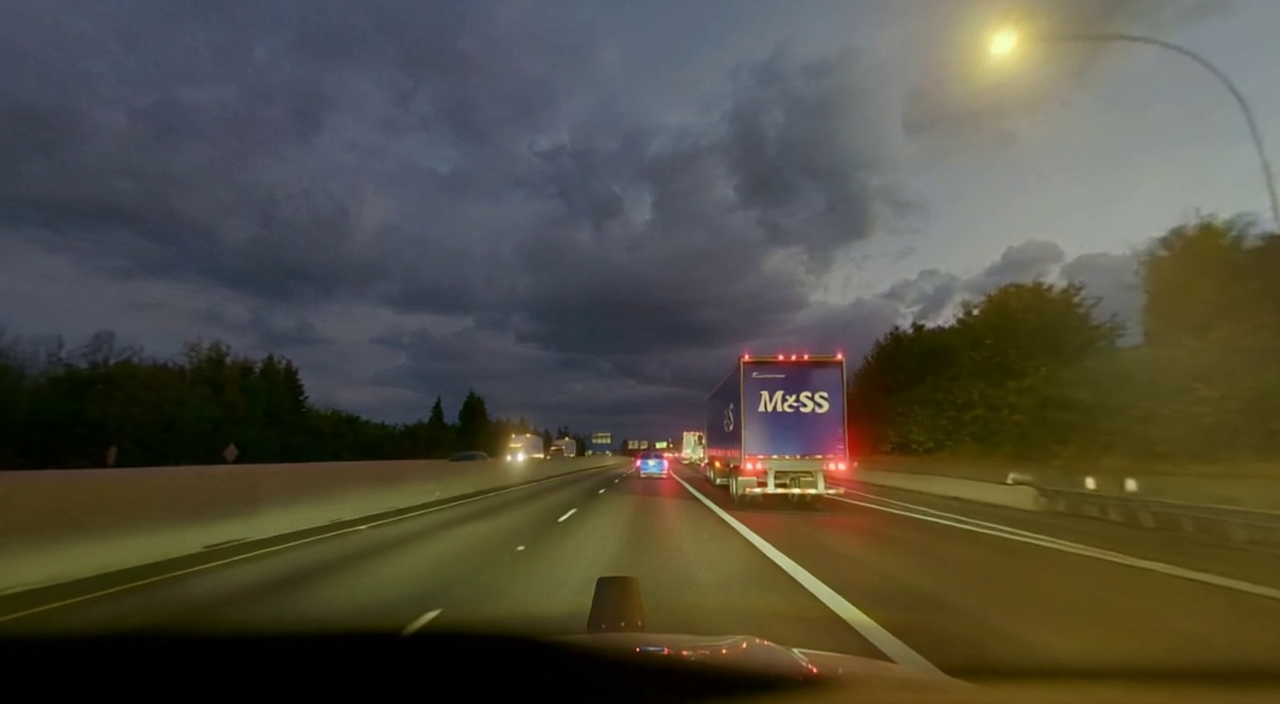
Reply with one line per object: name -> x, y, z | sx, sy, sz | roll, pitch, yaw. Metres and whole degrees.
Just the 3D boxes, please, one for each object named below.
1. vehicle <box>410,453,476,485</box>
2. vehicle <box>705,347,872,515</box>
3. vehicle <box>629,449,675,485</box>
vehicle -> -9.917, 5.892, 32.058 | 1.884, 1.490, 4.219 | 0, -9, 2
vehicle -> 4.329, 2.991, 22.560 | 3.002, 4.104, 14.174 | 0, -9, 2
vehicle -> 0.582, 5.592, 31.045 | 2.121, 1.642, 3.828 | 0, -9, 1
